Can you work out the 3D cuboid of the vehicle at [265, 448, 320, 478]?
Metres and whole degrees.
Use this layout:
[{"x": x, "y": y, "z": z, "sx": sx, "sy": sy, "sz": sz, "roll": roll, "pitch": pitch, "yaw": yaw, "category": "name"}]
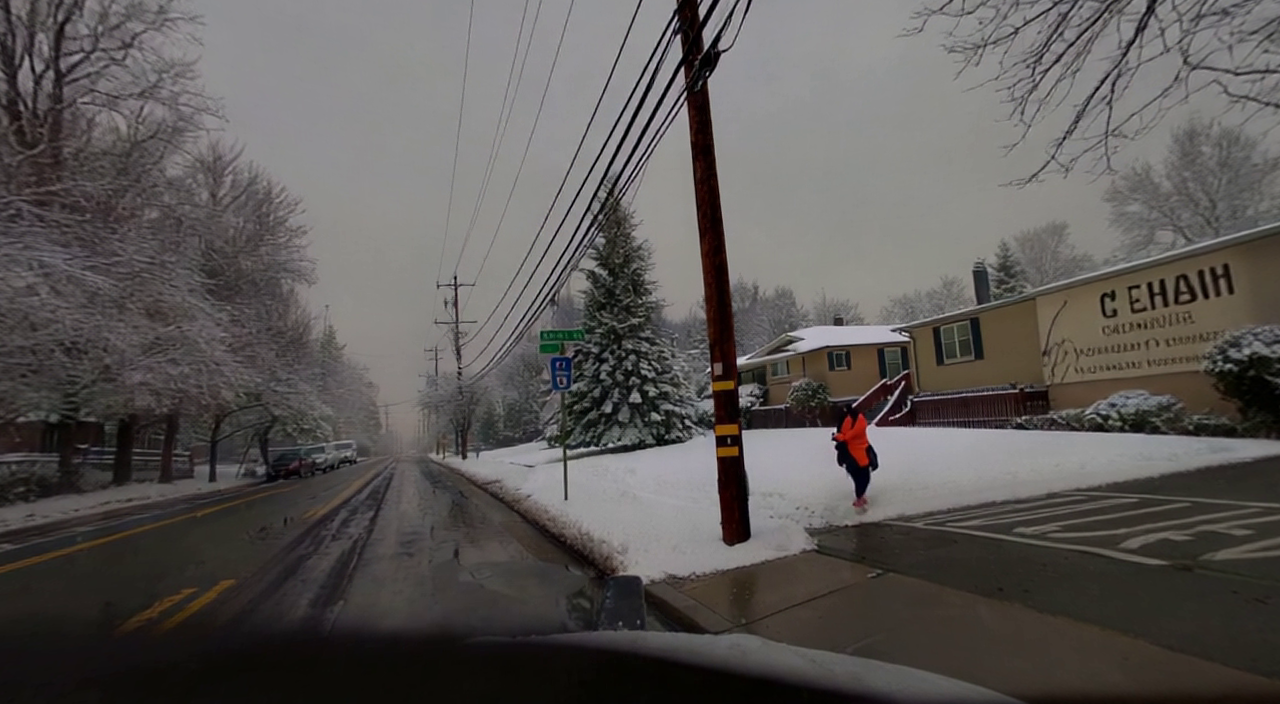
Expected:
[{"x": -22.063, "y": 7.017, "z": 40.320, "sx": 2.203, "sy": 1.787, "sz": 4.704, "roll": 3, "pitch": -9, "yaw": -19, "category": "vehicle"}]
